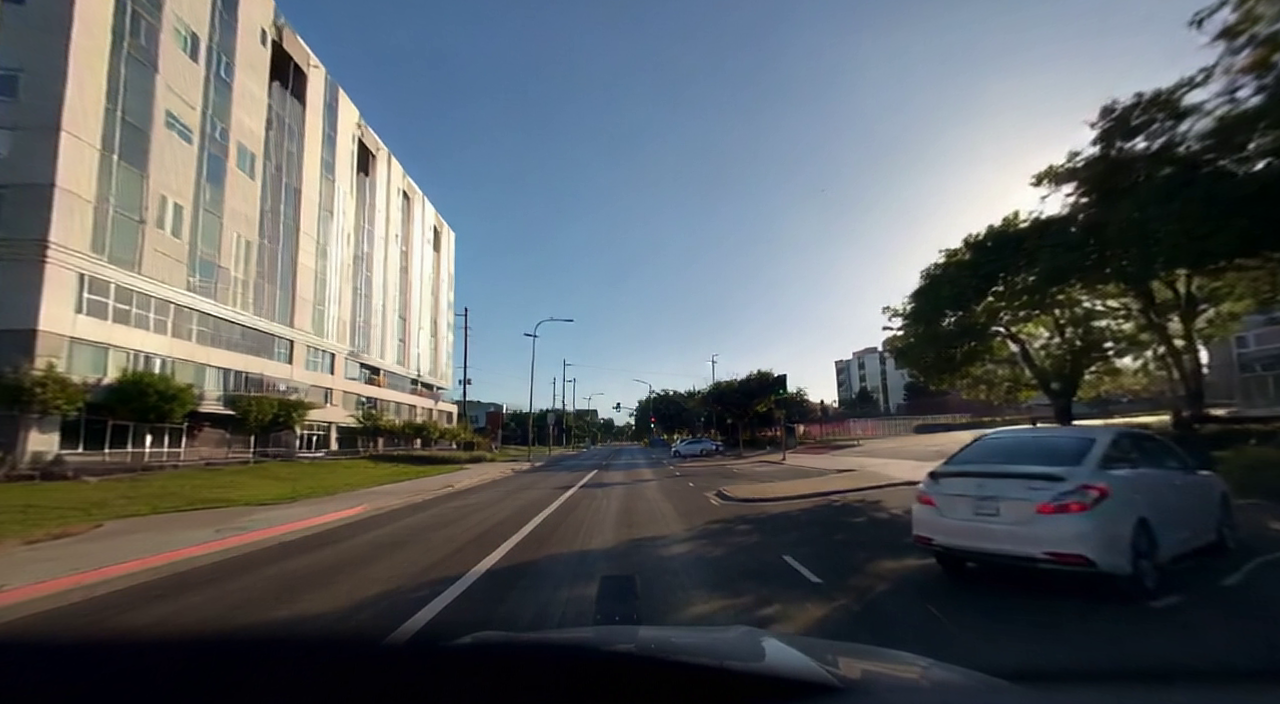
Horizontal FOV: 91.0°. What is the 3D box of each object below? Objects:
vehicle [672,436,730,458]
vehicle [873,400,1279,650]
[{"bbox_3d":[4.430,6.874,45.707,3.844,1.524,1.847,4,-9,-32],"label":"vehicle"},{"bbox_3d":[4.406,1.311,5.928,4.655,1.460,1.878,6,-10,-37],"label":"vehicle"}]
